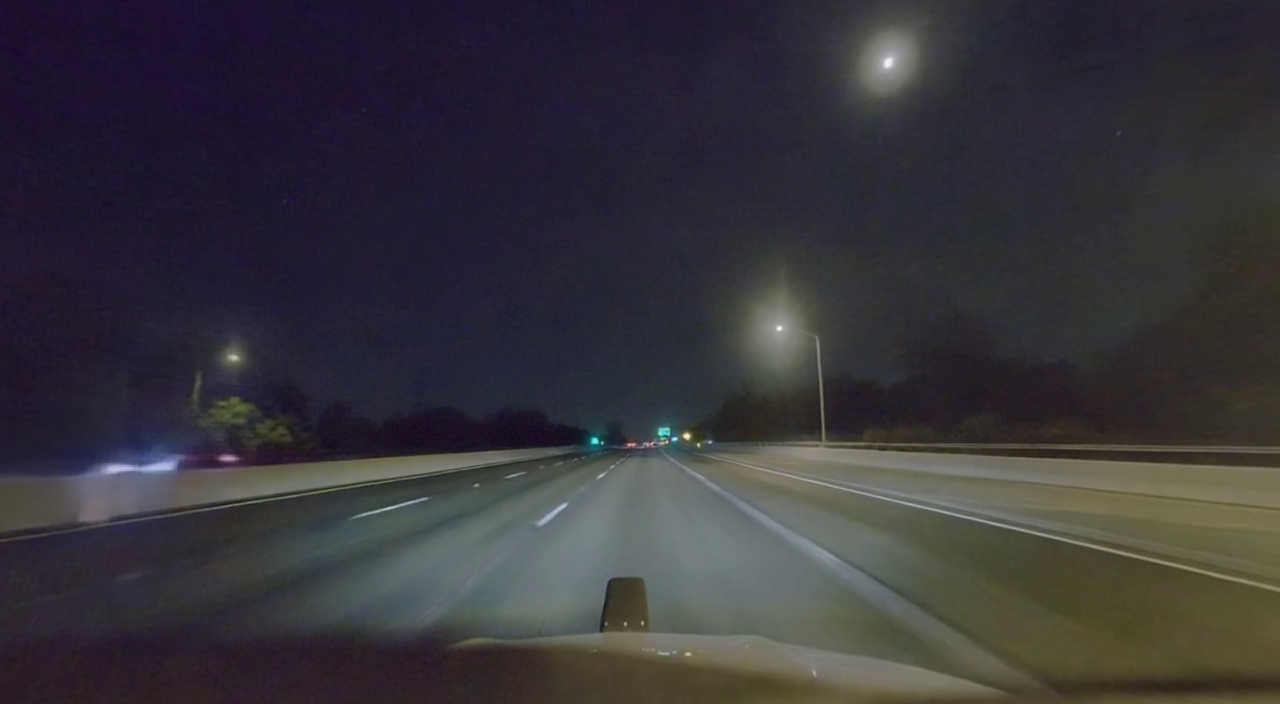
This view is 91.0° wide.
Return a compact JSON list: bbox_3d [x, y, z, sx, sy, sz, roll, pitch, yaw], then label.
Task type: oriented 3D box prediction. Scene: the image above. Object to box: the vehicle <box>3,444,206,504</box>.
[{"bbox_3d":[-15.752,3.554,18.940,1.969,1.565,4.592,0,-8,1],"label":"vehicle"}]
